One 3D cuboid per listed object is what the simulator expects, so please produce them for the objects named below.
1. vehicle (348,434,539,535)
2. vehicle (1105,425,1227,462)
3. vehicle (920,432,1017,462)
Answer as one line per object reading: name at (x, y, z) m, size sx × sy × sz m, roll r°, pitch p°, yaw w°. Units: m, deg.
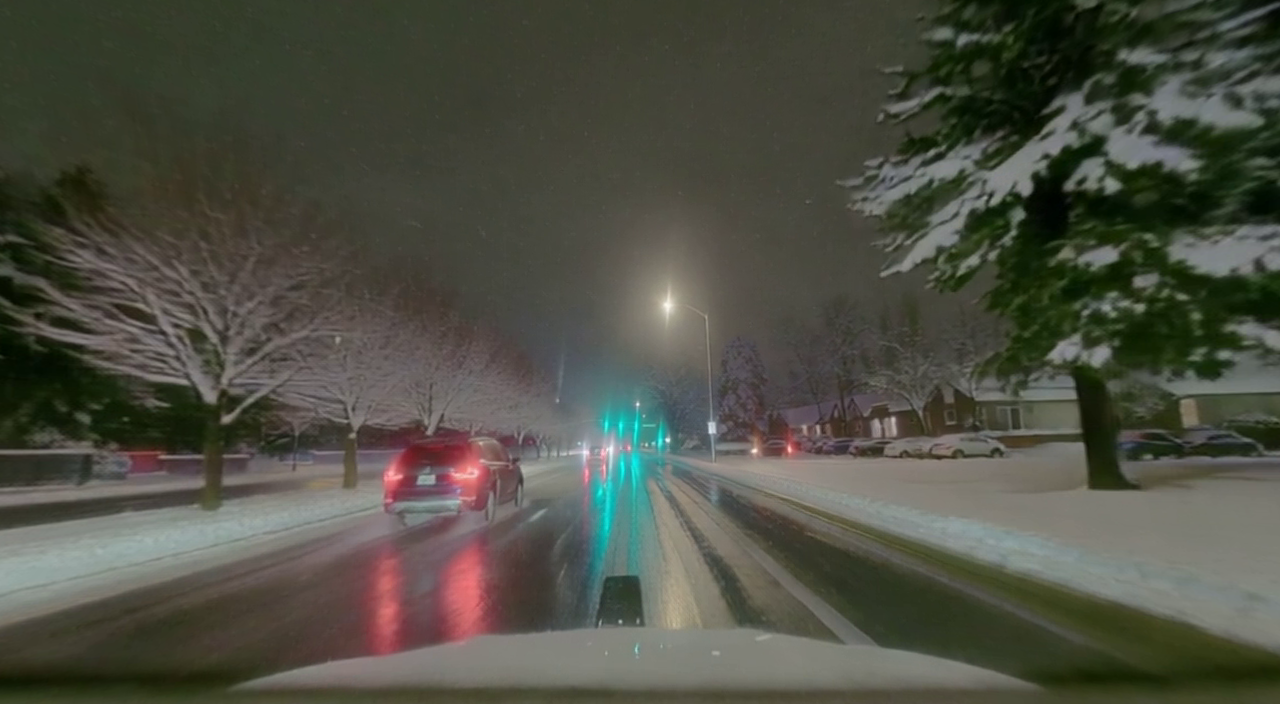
vehicle at (-3.358, 2.373, 12.017) m, size 2.011 × 1.498 × 4.914 m, roll 0°, pitch -9°, yaw 1°
vehicle at (27.187, 4.783, 32.927) m, size 1.837 × 1.720 × 4.764 m, roll 1°, pitch -9°, yaw -7°
vehicle at (19.308, 5.621, 37.241) m, size 4.465 × 1.587 × 2.178 m, roll 0°, pitch -11°, yaw -7°
